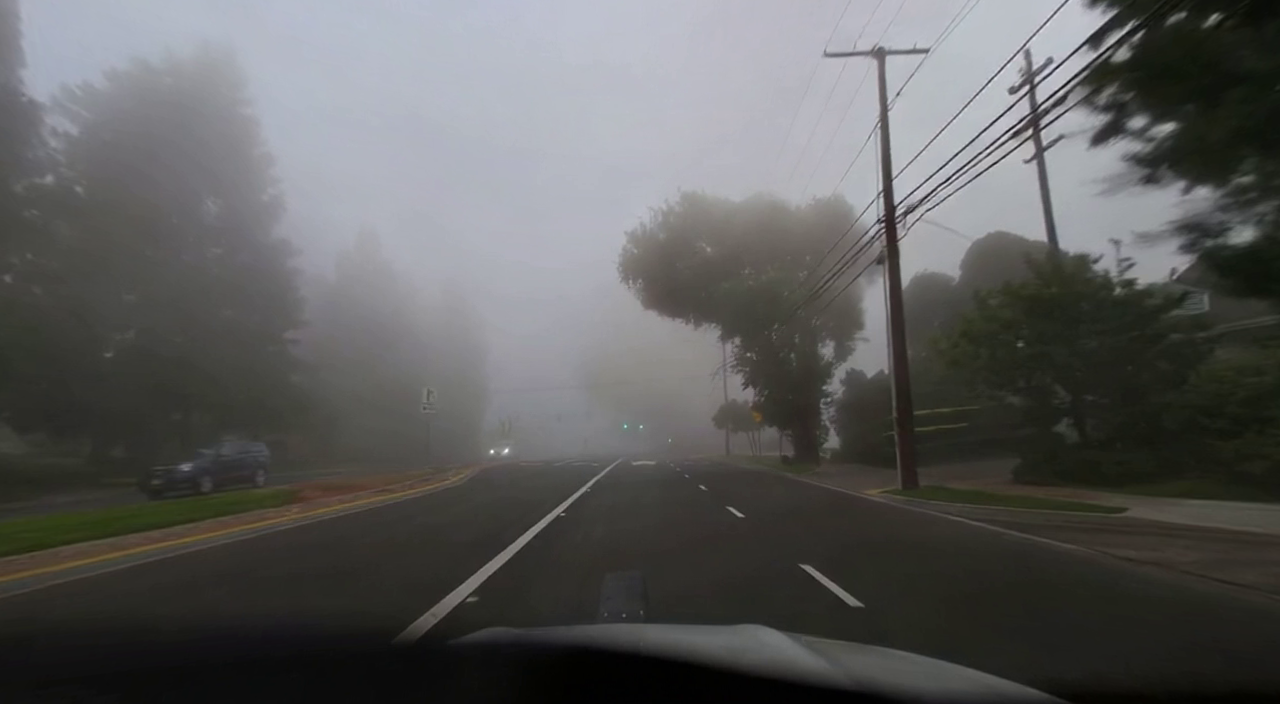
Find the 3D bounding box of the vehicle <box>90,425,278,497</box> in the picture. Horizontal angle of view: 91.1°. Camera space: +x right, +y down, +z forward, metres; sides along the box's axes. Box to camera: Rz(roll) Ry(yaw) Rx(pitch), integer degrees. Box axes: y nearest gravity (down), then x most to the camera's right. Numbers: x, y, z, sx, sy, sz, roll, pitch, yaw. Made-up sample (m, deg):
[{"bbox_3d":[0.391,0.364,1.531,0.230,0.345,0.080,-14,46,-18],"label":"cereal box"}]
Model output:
[{"bbox_3d":[-15.142,3.652,21.437,2.184,2.092,5.593,0,-9,0],"label":"vehicle"}]
